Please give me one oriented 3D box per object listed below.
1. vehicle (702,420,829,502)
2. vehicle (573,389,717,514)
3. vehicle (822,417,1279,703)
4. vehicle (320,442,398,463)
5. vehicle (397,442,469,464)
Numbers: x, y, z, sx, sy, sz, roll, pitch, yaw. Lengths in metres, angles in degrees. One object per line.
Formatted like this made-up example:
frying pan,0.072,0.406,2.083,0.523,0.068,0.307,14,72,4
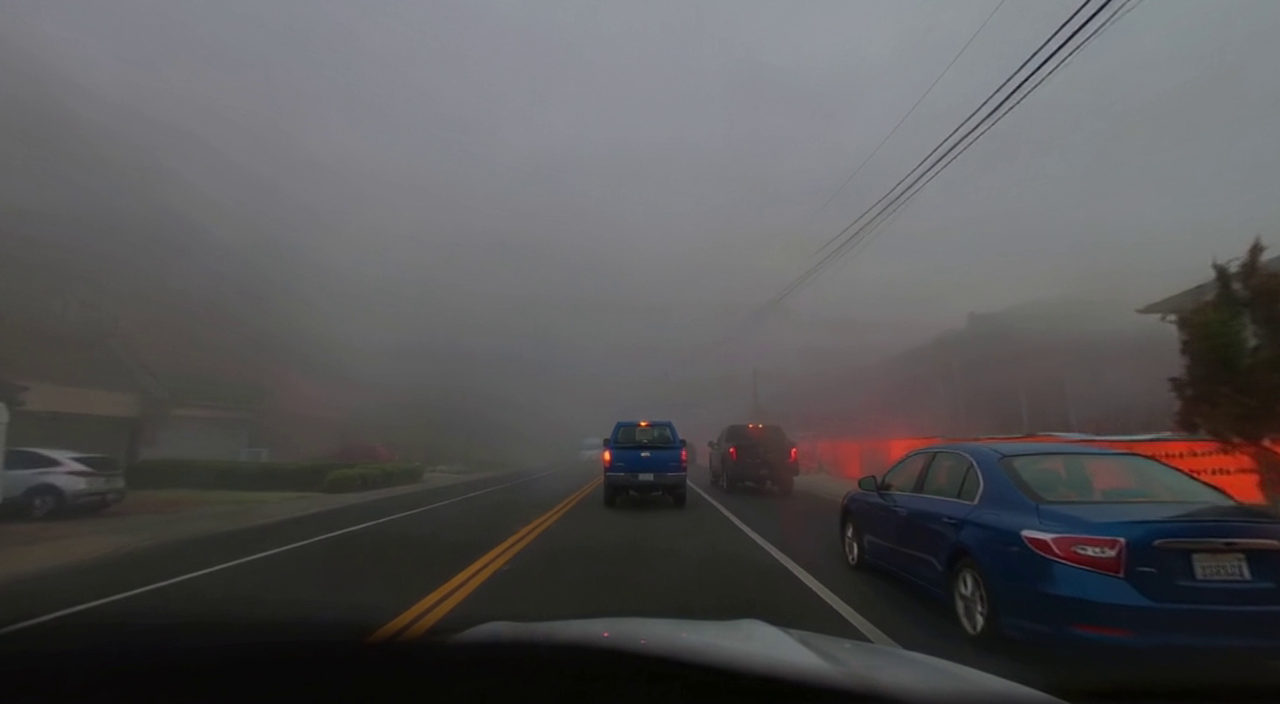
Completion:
vehicle,3.366,3.098,18.303,2.486,1.993,5.667,0,-8,0
vehicle,0.172,2.388,15.298,2.751,2.361,6.347,0,-9,1
vehicle,3.199,1.405,5.310,2.010,1.499,4.481,0,-8,0
vehicle,-20.134,7.232,45.060,4.706,1.468,1.817,-1,-9,3
vehicle,-14.911,7.280,45.356,4.490,1.500,1.875,0,-9,-1
